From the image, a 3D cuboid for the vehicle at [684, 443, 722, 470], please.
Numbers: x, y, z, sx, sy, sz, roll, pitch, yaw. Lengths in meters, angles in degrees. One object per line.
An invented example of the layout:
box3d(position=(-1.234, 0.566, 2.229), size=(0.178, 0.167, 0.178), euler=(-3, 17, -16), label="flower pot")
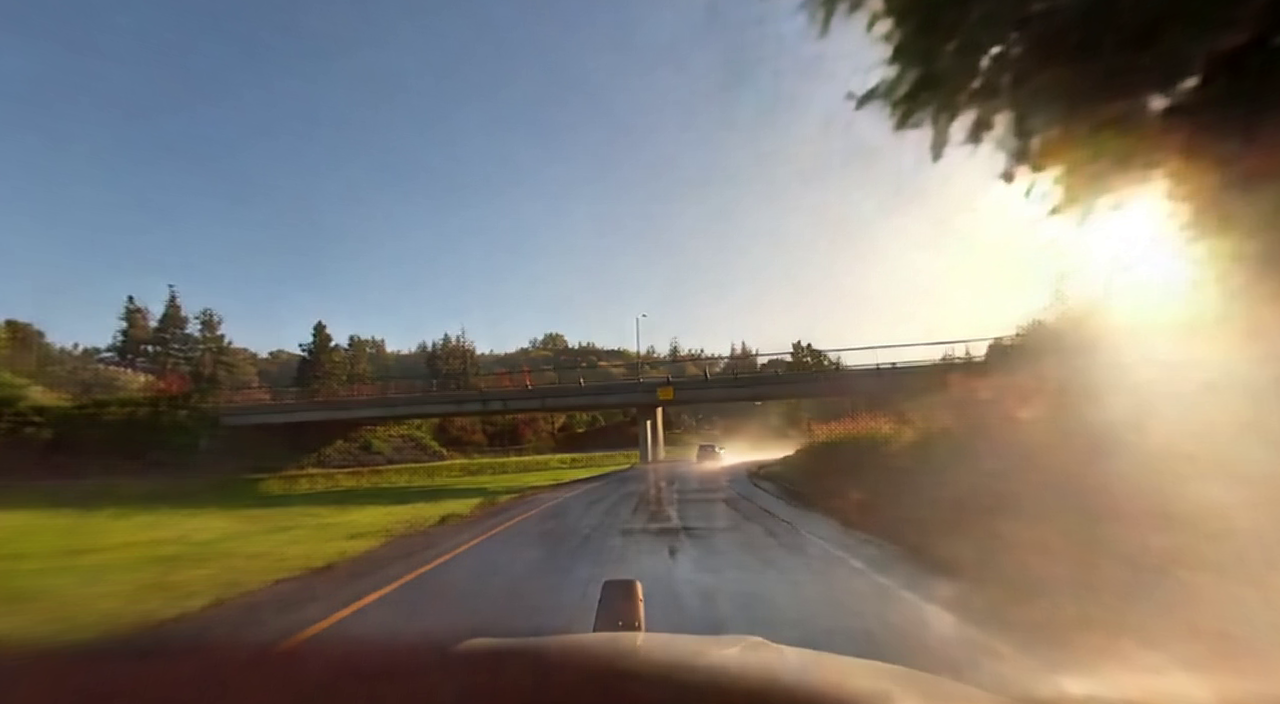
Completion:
box3d(position=(3.720, 6.082, 36.584), size=(1.980, 1.449, 3.650), euler=(-2, -9, 8), label="vehicle")
